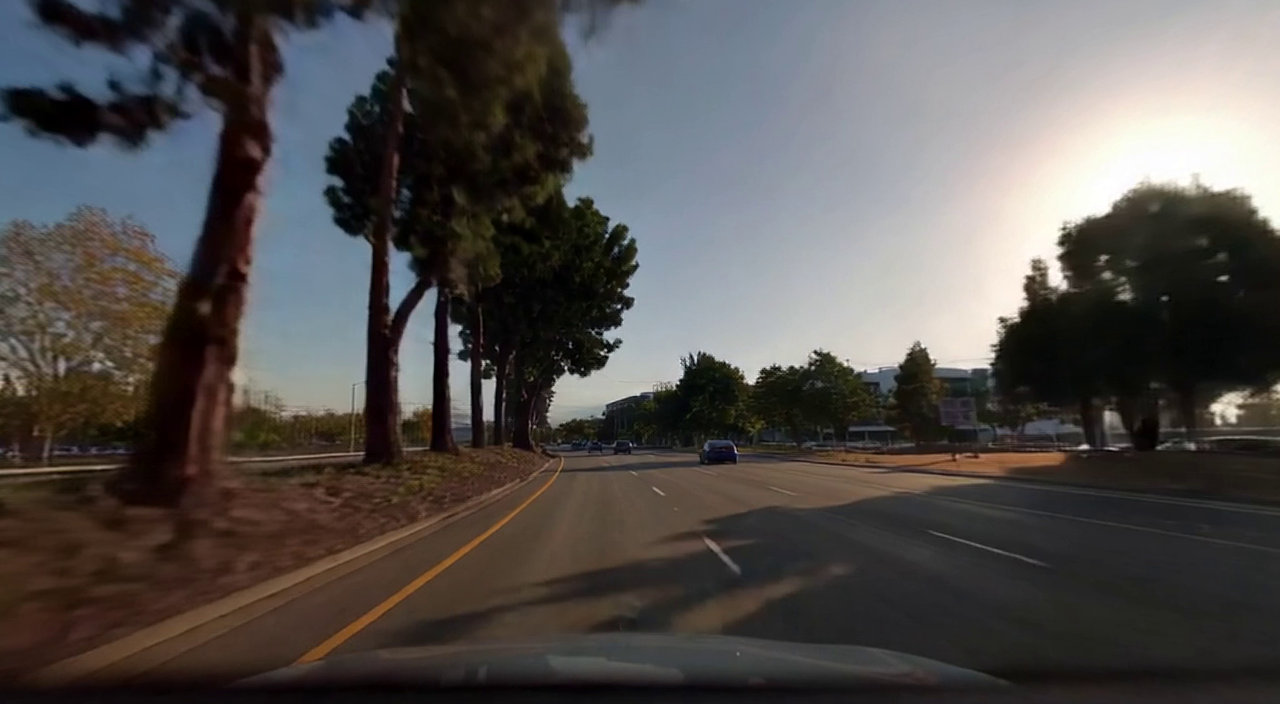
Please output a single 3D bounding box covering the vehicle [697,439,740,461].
[{"bbox_3d":[5.616,7.087,45.515,1.908,1.483,4.474,1,-9,-8],"label":"vehicle"}]
